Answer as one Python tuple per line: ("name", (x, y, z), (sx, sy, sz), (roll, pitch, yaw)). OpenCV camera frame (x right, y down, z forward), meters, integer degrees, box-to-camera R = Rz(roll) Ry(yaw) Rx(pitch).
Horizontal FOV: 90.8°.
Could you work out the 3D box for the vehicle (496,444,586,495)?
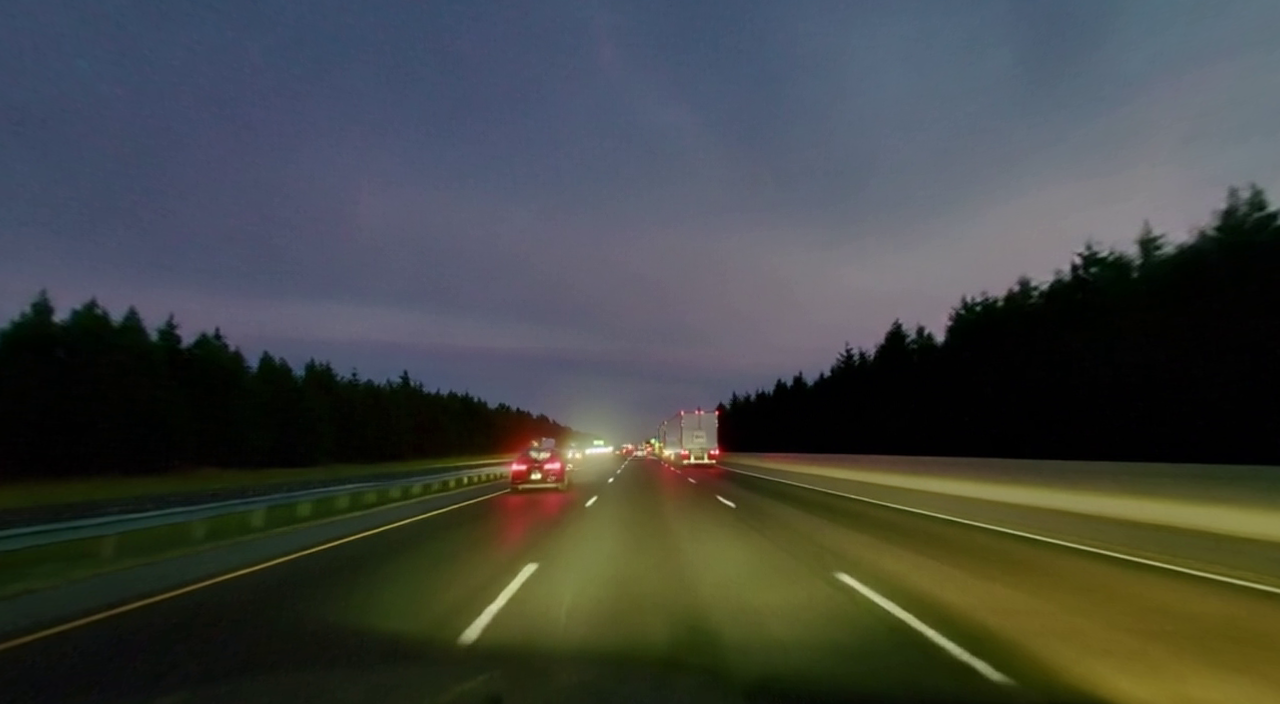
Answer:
("vehicle", (-3.038, 3.732, 20.459), (2.121, 1.445, 4.651), (0, -9, 1))
